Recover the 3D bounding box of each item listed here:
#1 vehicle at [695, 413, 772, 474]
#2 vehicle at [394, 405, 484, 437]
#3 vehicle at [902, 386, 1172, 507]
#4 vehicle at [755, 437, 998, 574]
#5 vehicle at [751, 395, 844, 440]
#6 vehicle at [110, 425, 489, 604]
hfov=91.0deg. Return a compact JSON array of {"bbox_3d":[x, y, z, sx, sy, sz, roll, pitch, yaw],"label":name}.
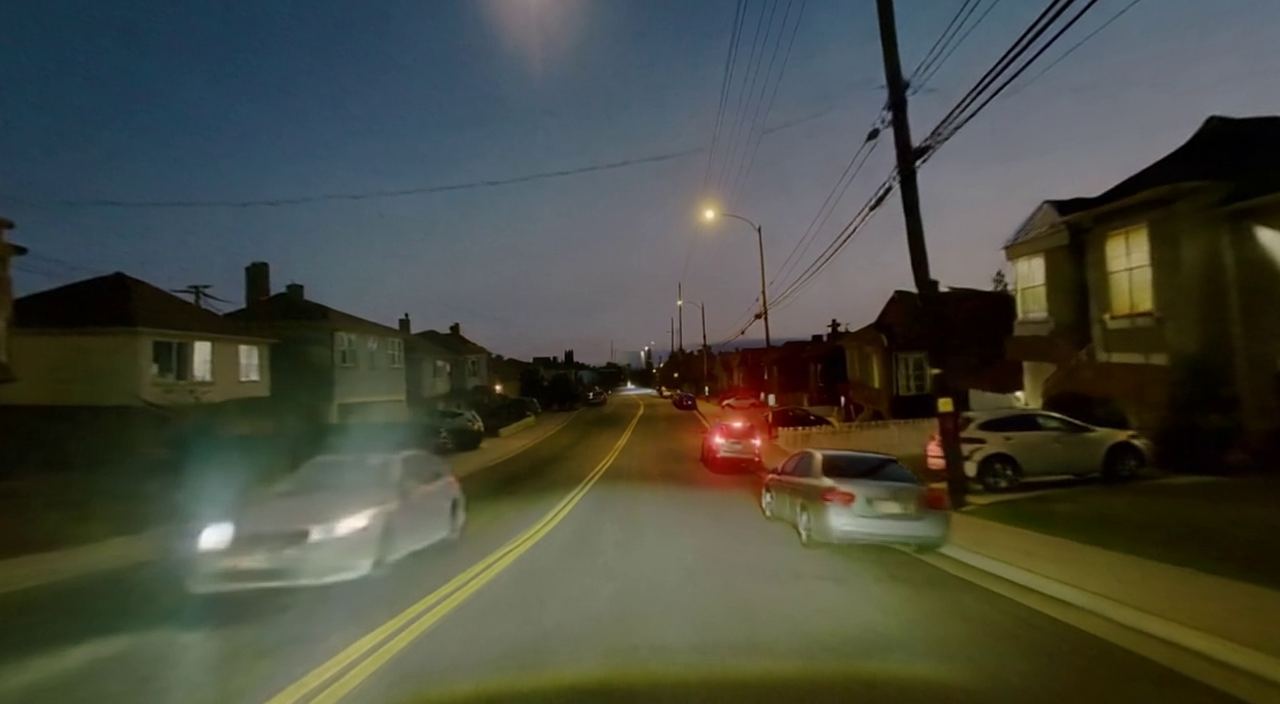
[{"bbox_3d":[3.449,3.401,24.176,2.211,1.860,4.813,0,-3,0],"label":"vehicle"},{"bbox_3d":[-11.679,4.067,36.760,4.525,1.797,2.024,-1,-9,5],"label":"vehicle"},{"bbox_3d":[8.295,2.007,13.511,4.286,2.044,1.913,-5,-8,0],"label":"vehicle"},{"bbox_3d":[3.052,2.051,9.328,2.063,1.503,4.415,0,-9,3],"label":"vehicle"},{"bbox_3d":[8.923,3.783,36.011,4.622,1.826,2.065,-8,-9,1],"label":"vehicle"},{"bbox_3d":[-3.531,1.751,7.800,2.096,1.542,4.481,0,-8,1],"label":"vehicle"}]
